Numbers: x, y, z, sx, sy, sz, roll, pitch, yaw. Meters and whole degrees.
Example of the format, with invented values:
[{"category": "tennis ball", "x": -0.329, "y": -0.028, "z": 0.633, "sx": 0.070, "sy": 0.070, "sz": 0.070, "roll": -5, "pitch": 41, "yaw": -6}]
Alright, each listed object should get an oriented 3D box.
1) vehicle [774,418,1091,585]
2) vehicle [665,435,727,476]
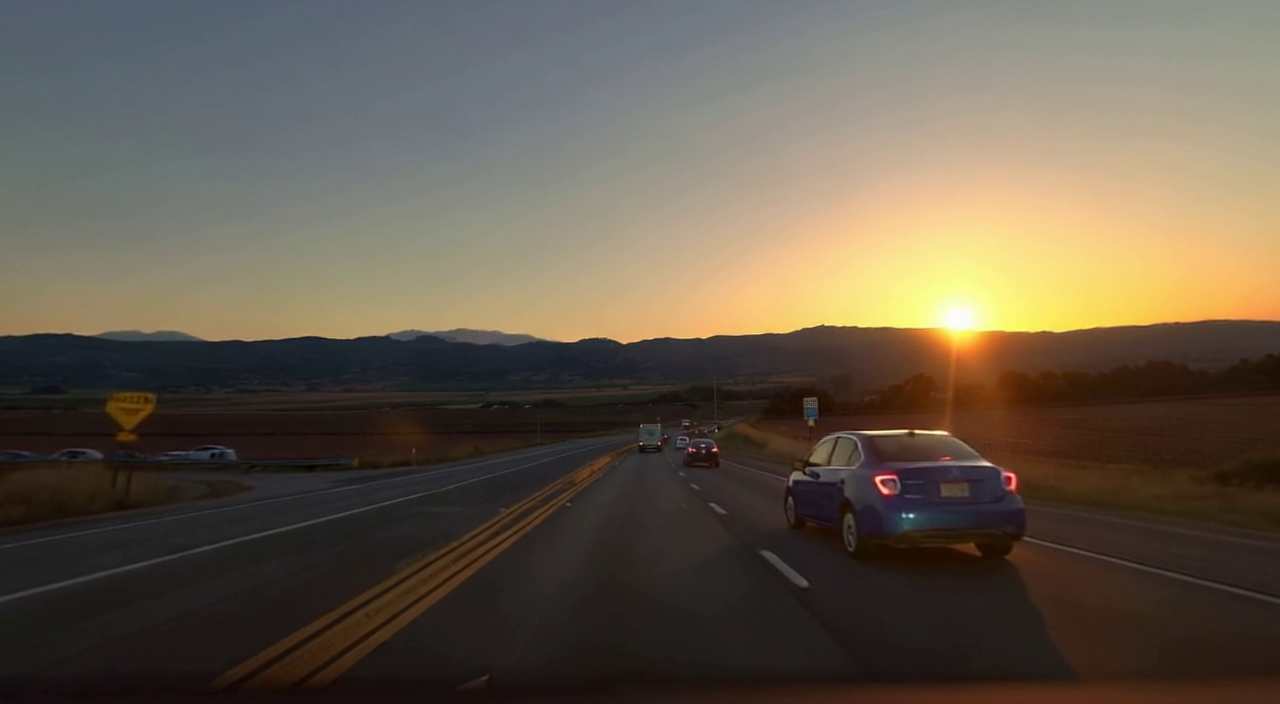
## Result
[{"category": "vehicle", "x": 3.159, "y": 1.683, "z": 7.918, "sx": 2.007, "sy": 1.534, "sz": 3.976, "roll": 0, "pitch": -8, "yaw": -1}, {"category": "vehicle", "x": 2.210, "y": 4.224, "z": 26.041, "sx": 2.026, "sy": 1.531, "sz": 4.273, "roll": 0, "pitch": -8, "yaw": -1}]
